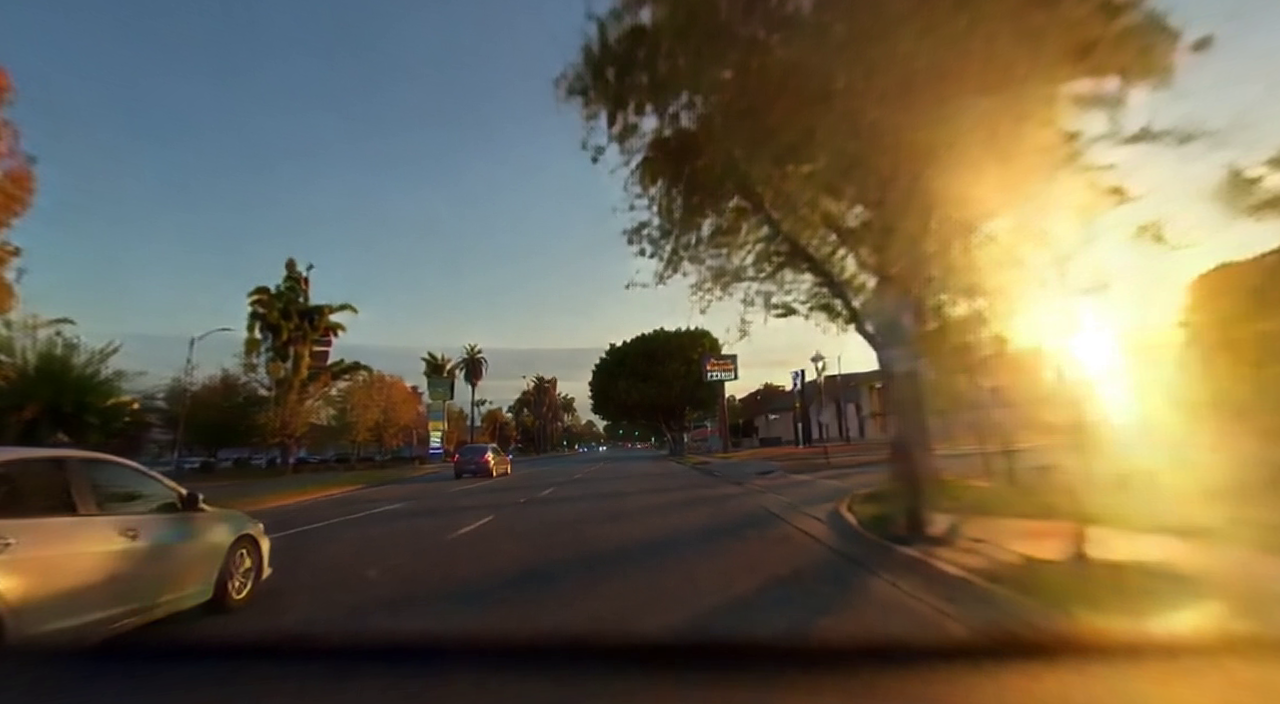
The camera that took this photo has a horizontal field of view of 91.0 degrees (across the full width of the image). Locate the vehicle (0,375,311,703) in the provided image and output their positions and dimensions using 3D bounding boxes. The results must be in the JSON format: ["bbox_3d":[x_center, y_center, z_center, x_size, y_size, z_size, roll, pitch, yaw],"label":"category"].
[{"bbox_3d":[-4.164,1.065,3.829,2.041,1.666,4.182,0,-8,0],"label":"vehicle"}]

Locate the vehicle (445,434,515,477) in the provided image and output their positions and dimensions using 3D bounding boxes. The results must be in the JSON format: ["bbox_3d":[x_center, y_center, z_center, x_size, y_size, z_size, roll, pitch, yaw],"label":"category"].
[{"bbox_3d":[-7.461,4.879,29.835,2.136,1.844,4.363,0,-8,1],"label":"vehicle"}]

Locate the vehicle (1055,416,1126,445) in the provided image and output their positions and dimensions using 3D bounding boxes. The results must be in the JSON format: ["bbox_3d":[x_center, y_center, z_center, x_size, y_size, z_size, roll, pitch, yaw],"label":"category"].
[{"bbox_3d":[29.568,5.192,41.288,4.264,1.791,2.133,6,-10,-30],"label":"vehicle"}]
